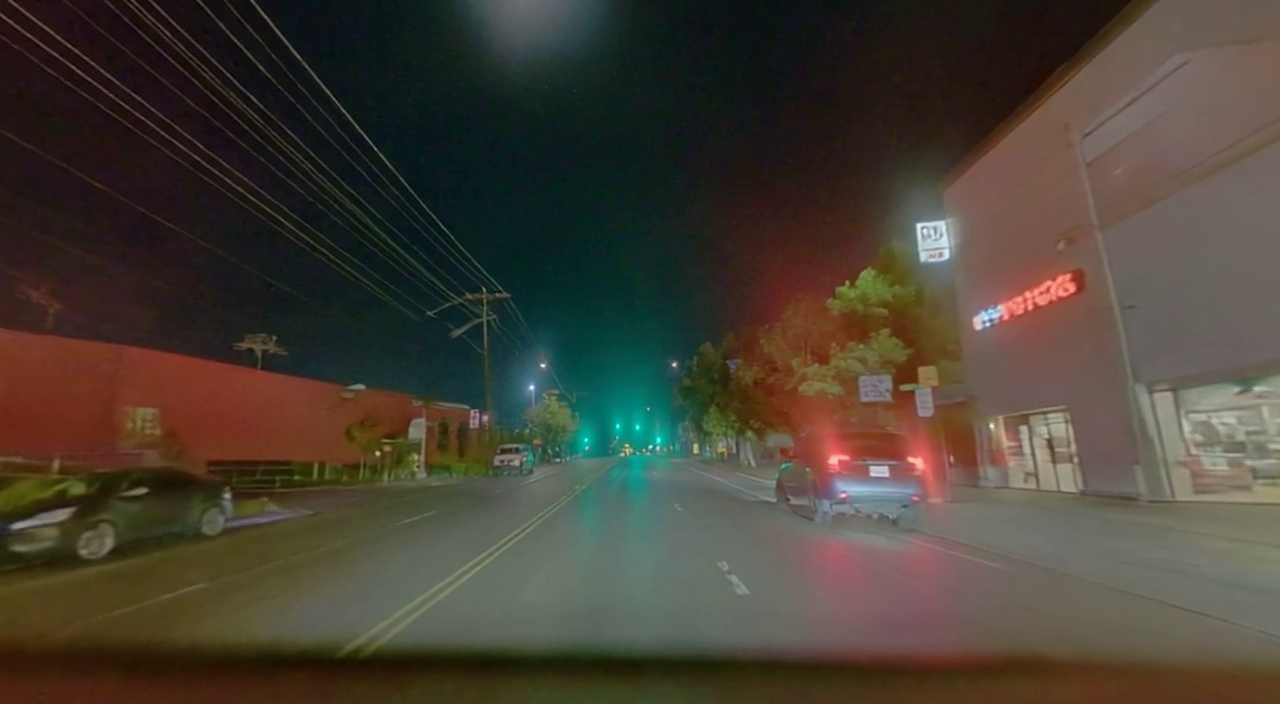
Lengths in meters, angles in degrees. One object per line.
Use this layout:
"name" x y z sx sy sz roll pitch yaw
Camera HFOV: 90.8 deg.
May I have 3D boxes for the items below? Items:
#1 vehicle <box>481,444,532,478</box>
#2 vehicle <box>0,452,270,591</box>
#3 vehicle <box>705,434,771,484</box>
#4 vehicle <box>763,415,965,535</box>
"vehicle" -7.774 6.365 37.204 1.992 1.676 4.429 -4 -8 0
"vehicle" -7.715 2.320 9.407 1.872 1.455 4.350 -3 -8 -1
"vehicle" 4.032 4.489 26.869 2.011 1.902 4.763 0 -9 0
"vehicle" 4.074 2.324 12.559 2.080 1.893 4.699 0 -9 -3
